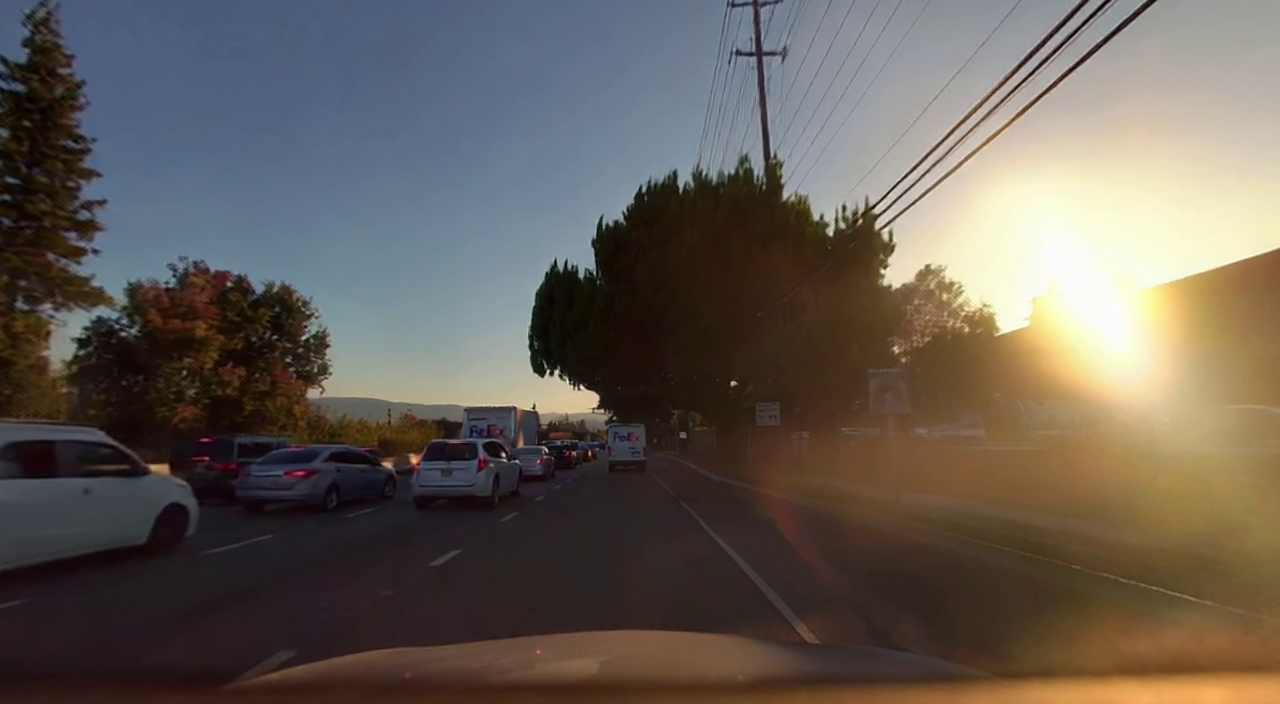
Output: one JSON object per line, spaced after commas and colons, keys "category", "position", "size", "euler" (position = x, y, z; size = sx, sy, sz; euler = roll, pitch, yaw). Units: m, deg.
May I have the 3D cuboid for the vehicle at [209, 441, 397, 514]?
{"category": "vehicle", "position": [-8.001, 2.971, 15.657], "size": [1.909, 1.473, 5.050], "euler": [0, -8, 0]}

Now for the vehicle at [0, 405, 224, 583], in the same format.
{"category": "vehicle", "position": [-7.334, 1.538, 7.180], "size": [2.023, 1.736, 4.579], "euler": [0, -8, 0]}

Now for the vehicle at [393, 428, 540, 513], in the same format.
{"category": "vehicle", "position": [-3.815, 2.706, 14.939], "size": [2.057, 1.673, 4.934], "euler": [0, -8, 0]}

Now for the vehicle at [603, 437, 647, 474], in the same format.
{"category": "vehicle", "position": [-0.752, 5.138, 31.485], "size": [2.055, 1.671, 4.147], "euler": [0, -8, -2]}
